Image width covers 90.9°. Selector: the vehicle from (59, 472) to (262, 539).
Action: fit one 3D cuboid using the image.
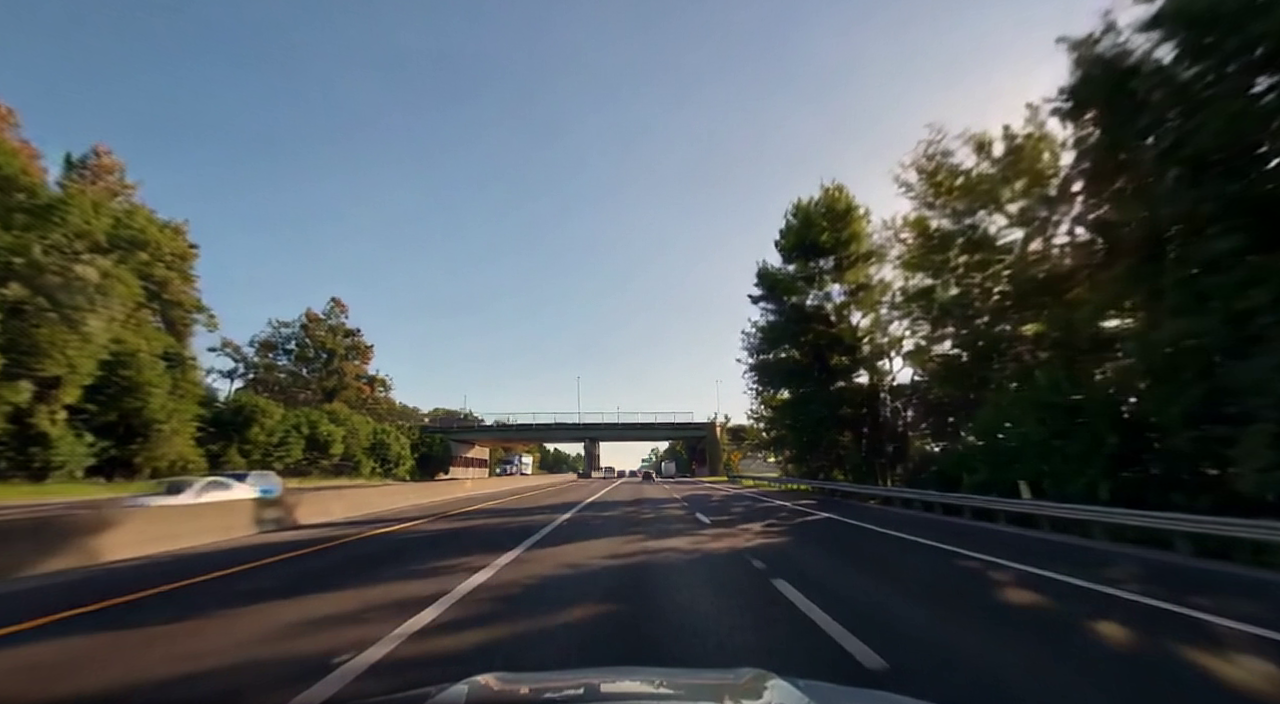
[{"bbox_3d":[-12.092,3.860,16.352,1.872,1.435,4.267,1,-11,0],"label":"vehicle"}]
